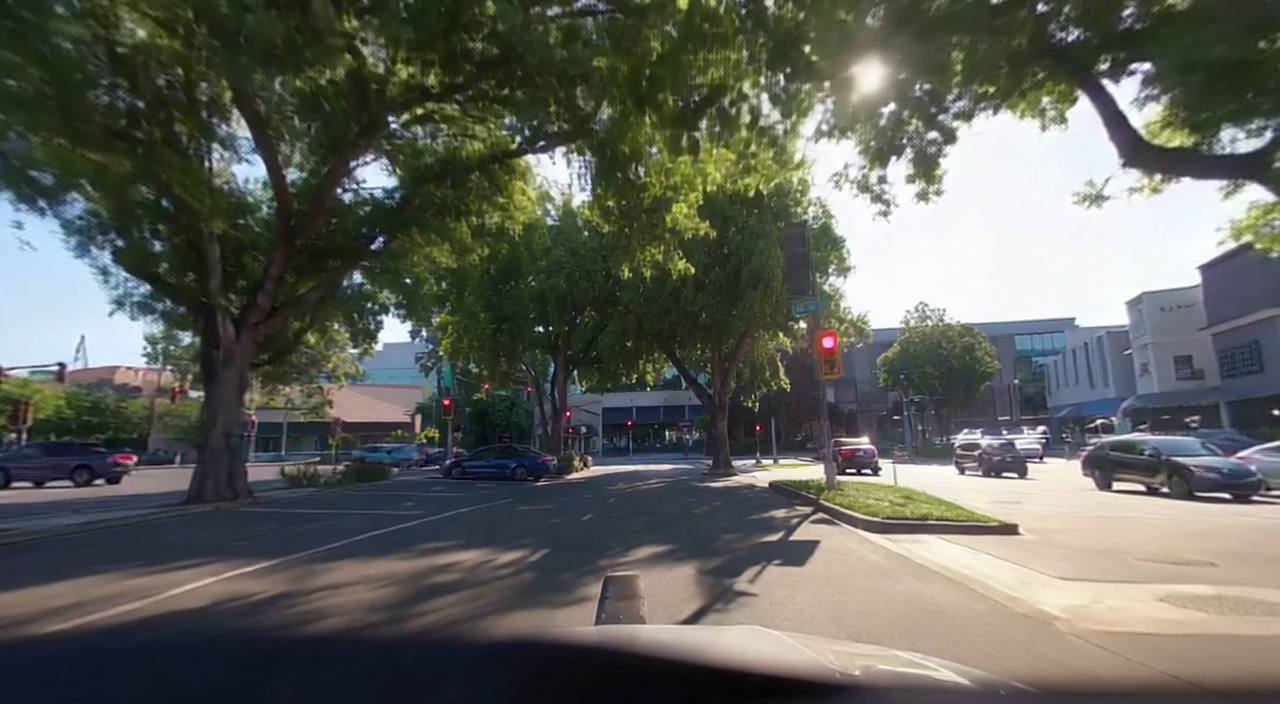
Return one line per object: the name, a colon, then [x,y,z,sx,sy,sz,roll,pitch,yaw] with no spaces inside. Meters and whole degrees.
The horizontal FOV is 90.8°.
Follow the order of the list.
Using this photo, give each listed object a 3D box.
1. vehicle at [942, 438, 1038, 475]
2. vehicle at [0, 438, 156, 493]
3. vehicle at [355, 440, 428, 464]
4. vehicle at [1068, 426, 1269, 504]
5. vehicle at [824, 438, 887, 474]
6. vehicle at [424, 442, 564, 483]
vehicle: [15.168,4.535,27.684,1.951,1.491,4.359,-1,-8,4]
vehicle: [-21.135,4.117,23.416,2.082,1.779,4.841,-1,-9,9]
vehicle: [-18.886,7.610,48.215,4.906,1.784,1.913,2,-9,-14]
vehicle: [12.926,2.763,15.909,1.921,1.657,4.400,-2,-9,12]
vehicle: [9.905,4.776,29.450,2.061,1.519,4.794,-1,-8,10]
vehicle: [-5.584,4.219,24.465,4.792,1.468,2.116,-2,-9,12]
